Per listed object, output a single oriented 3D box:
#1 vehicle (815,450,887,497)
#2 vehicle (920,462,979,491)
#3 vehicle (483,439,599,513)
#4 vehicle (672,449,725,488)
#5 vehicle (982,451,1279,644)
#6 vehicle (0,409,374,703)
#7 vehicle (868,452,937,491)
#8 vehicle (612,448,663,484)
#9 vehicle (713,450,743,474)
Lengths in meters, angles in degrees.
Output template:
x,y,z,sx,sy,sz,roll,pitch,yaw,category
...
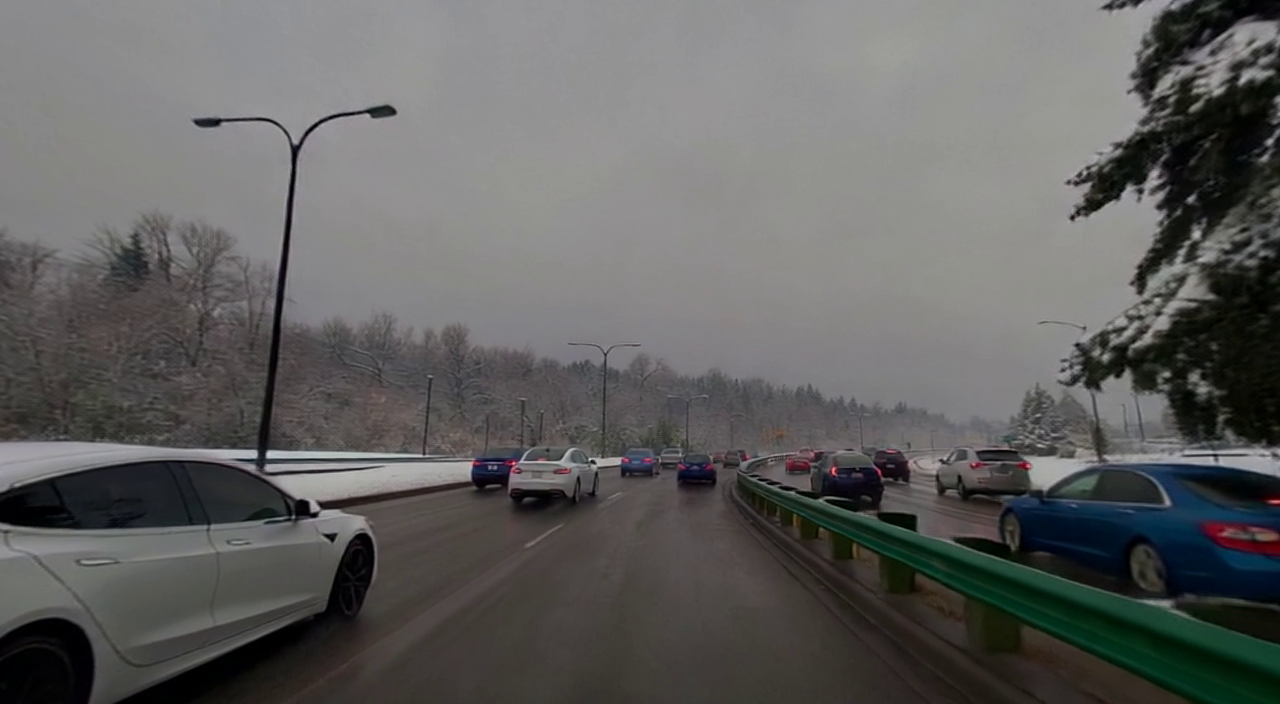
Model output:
x,y,z,sx,sy,sz,roll,pitch,yaw,category
8.164,4.699,24.728,1.768,1.634,4.064,0,-9,5,vehicle
17.982,7.212,36.776,1.816,1.481,4.422,-1,-9,9,vehicle
-2.431,3.201,16.822,1.979,1.663,4.513,0,-9,5,vehicle
2.610,4.989,27.266,2.015,1.506,4.276,-1,-9,8,vehicle
6.139,1.917,7.226,1.869,1.516,4.753,0,-9,2,vehicle
-3.354,1.106,3.297,1.921,1.503,4.317,0,-9,2,vehicle
13.254,6.008,32.122,2.121,1.777,4.755,-1,-9,9,vehicle
-0.039,5.768,32.200,1.930,1.635,4.260,-1,-9,9,vehicle
6.610,8.135,46.801,1.977,1.704,3.841,-1,-9,11,vehicle
